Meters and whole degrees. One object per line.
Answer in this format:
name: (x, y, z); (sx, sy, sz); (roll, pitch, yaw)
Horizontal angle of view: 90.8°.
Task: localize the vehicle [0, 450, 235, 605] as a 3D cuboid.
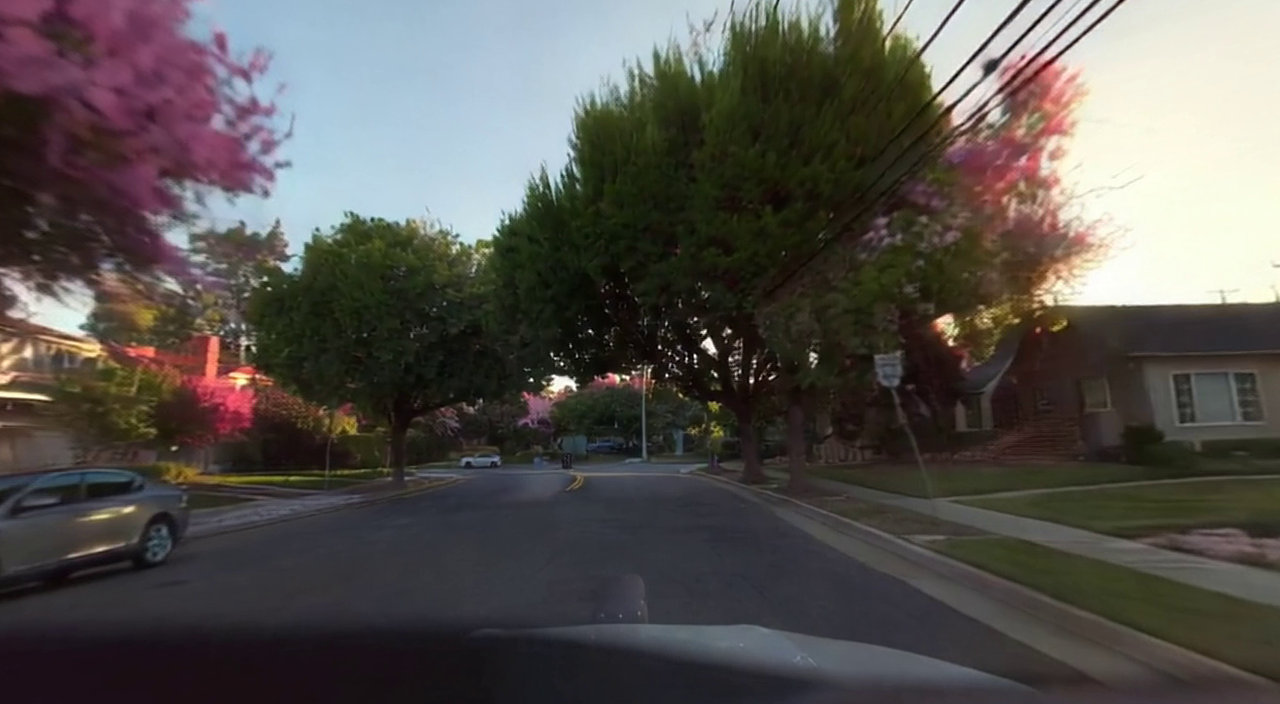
vehicle: (-7.202, 1.928, 7.490); (1.896, 1.484, 4.298); (0, -9, 1)
